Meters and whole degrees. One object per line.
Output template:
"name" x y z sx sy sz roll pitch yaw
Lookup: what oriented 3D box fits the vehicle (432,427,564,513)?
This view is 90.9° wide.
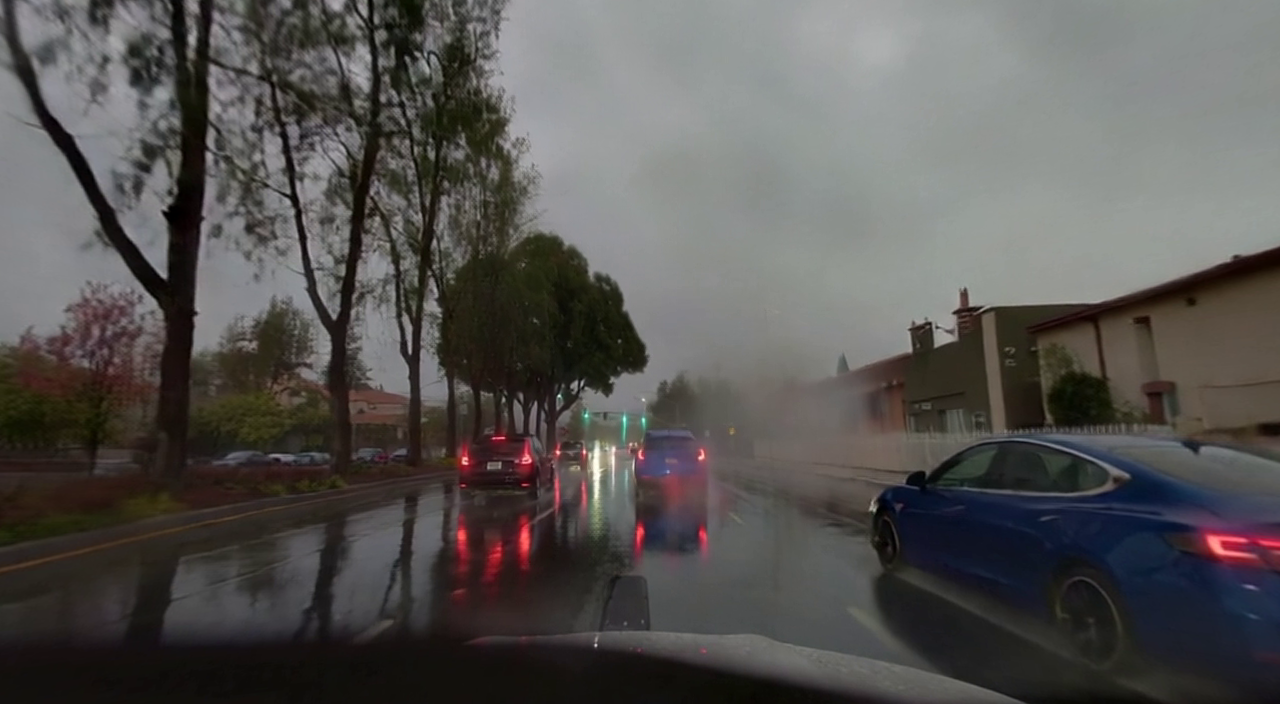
"vehicle" -3.103 2.689 14.885 2.043 1.687 4.676 0 -8 0

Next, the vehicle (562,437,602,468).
"vehicle" -3.411 6.070 38.071 2.014 1.755 4.360 0 -8 0

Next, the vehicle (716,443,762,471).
"vehicle" 5.668 6.062 36.607 2.010 1.486 4.498 0 -8 1

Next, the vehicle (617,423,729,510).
"vehicle" 0.620 2.653 15.024 2.280 1.747 4.361 0 -8 -1

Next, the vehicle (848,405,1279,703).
"vehicle" 3.450 1.307 4.881 2.017 1.491 4.611 0 -8 -1
